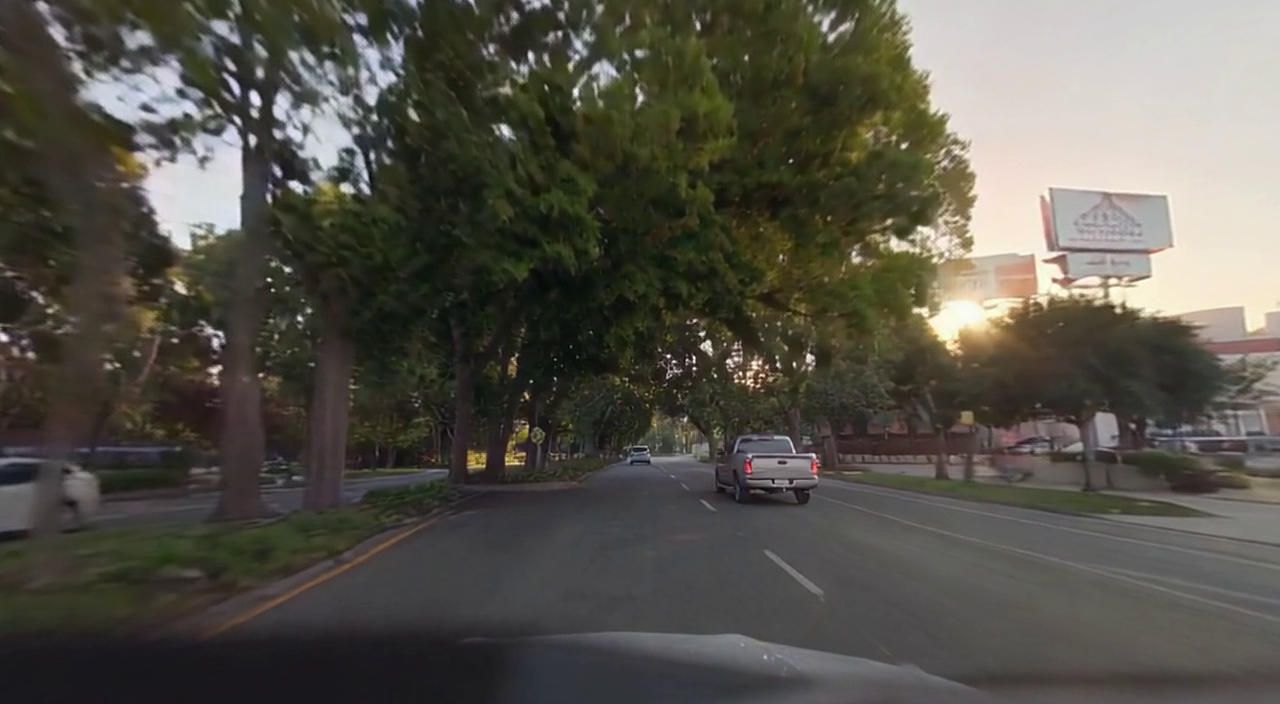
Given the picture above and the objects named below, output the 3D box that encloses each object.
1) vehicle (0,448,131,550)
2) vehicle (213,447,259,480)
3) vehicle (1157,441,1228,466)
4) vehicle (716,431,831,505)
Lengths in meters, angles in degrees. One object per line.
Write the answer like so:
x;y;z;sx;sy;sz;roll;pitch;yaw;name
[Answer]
-12.564;2.704;11.751;2.126;1.800;4.925;0;-9;-2;vehicle
-30.478;8.422;47.740;2.165;2.265;2.041;-2;-10;-7;vehicle
38.517;7.094;44.189;1.992;1.630;4.326;-2;-9;16;vehicle
3.696;3.331;18.642;2.138;1.836;5.245;0;-9;-1;vehicle
